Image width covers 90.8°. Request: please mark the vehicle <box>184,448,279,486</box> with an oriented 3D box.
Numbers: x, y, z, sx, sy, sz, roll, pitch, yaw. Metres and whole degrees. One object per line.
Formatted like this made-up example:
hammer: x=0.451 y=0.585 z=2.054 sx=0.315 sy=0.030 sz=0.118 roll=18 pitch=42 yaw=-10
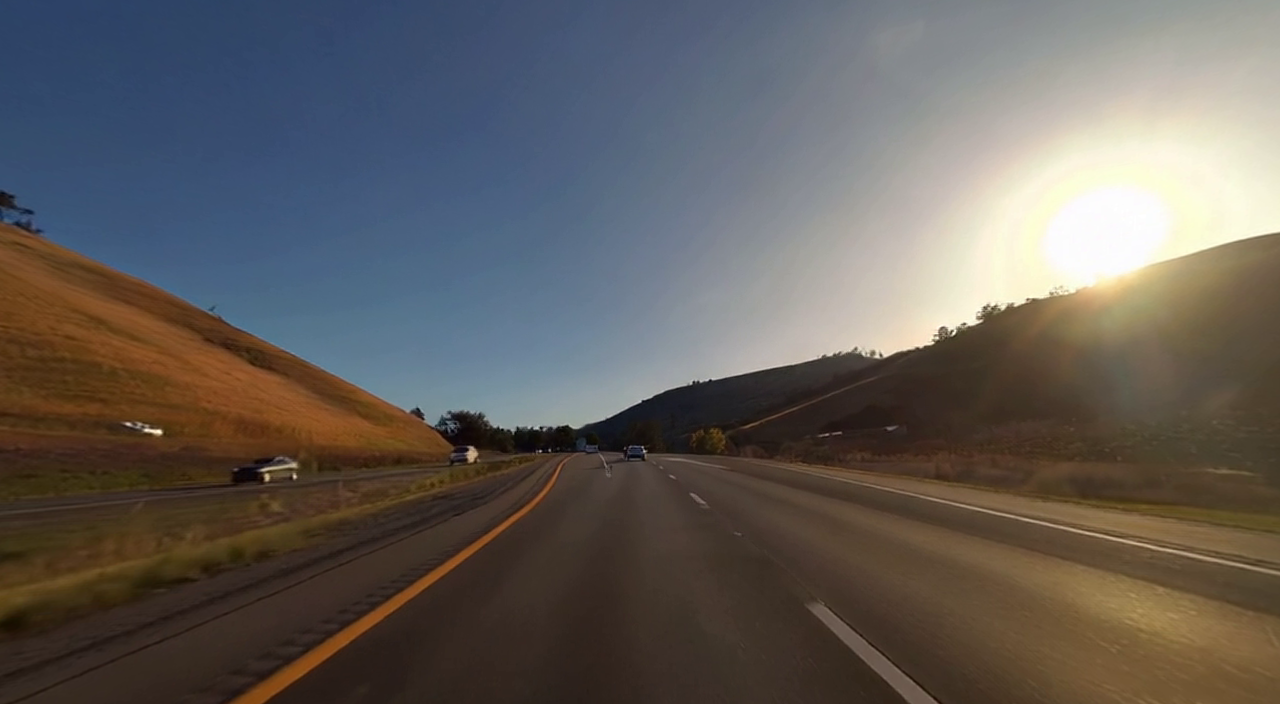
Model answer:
vehicle: x=-21.142 y=5.936 z=32.961 sx=1.946 sy=1.778 sz=4.485 roll=0 pitch=-9 yaw=0
